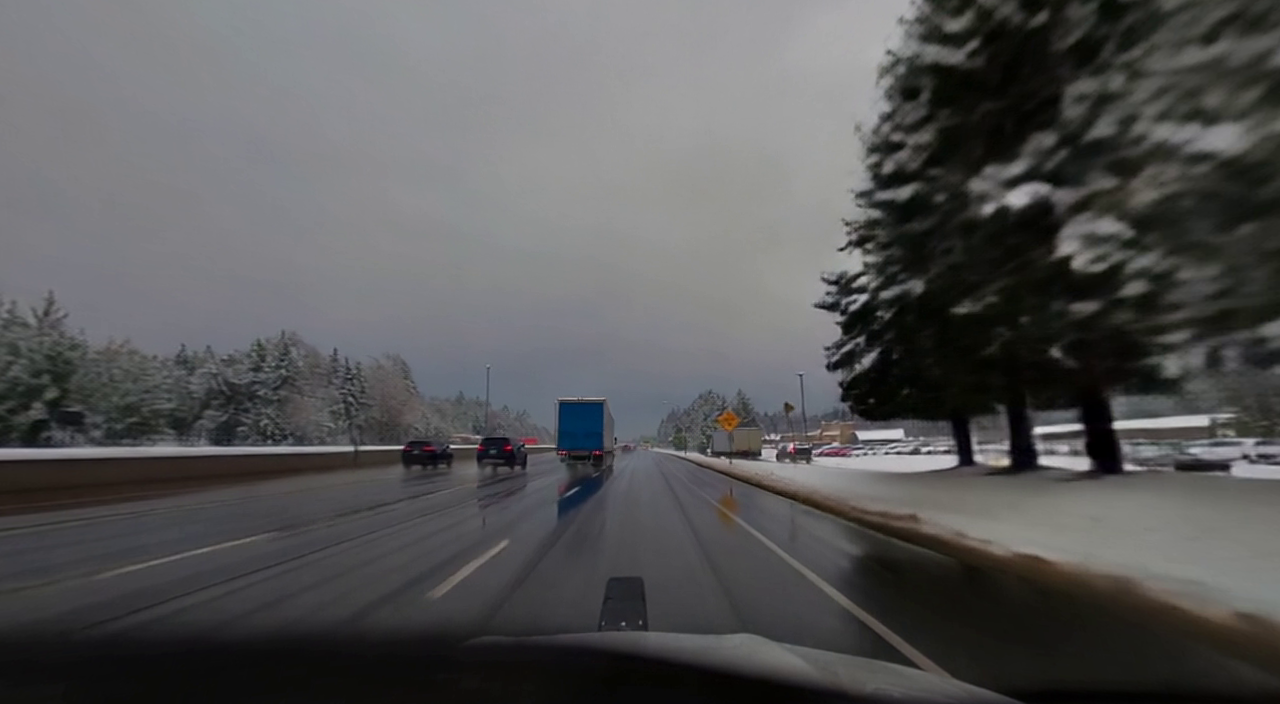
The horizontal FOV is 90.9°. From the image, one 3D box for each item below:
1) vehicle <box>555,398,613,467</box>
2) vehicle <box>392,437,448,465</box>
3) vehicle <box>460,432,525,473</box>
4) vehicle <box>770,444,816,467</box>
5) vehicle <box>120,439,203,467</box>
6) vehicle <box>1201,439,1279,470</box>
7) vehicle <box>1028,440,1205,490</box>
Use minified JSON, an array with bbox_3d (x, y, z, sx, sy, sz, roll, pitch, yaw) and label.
[{"bbox_3d":[-3.555,5.657,43.511,2.905,4.037,12.921,0,-8,0],"label":"vehicle"},{"bbox_3d":[-14.379,6.473,41.457,1.997,1.695,4.492,0,-8,1],"label":"vehicle"},{"bbox_3d":[-7.151,4.917,31.049,2.058,1.840,4.443,0,-8,1],"label":"vehicle"},{"bbox_3d":[11.701,7.930,48.522,2.083,1.706,4.129,1,-8,-7],"label":"vehicle"},{"bbox_3d":[-25.688,5.436,33.986,1.644,1.423,3.554,0,-8,0],"label":"vehicle"},{"bbox_3d":[32.377,5.311,32.876,4.737,1.464,1.914,0,-9,-9],"label":"vehicle"},{"bbox_3d":[16.186,3.839,21.853,2.022,1.505,4.786,1,-8,-8],"label":"vehicle"}]
